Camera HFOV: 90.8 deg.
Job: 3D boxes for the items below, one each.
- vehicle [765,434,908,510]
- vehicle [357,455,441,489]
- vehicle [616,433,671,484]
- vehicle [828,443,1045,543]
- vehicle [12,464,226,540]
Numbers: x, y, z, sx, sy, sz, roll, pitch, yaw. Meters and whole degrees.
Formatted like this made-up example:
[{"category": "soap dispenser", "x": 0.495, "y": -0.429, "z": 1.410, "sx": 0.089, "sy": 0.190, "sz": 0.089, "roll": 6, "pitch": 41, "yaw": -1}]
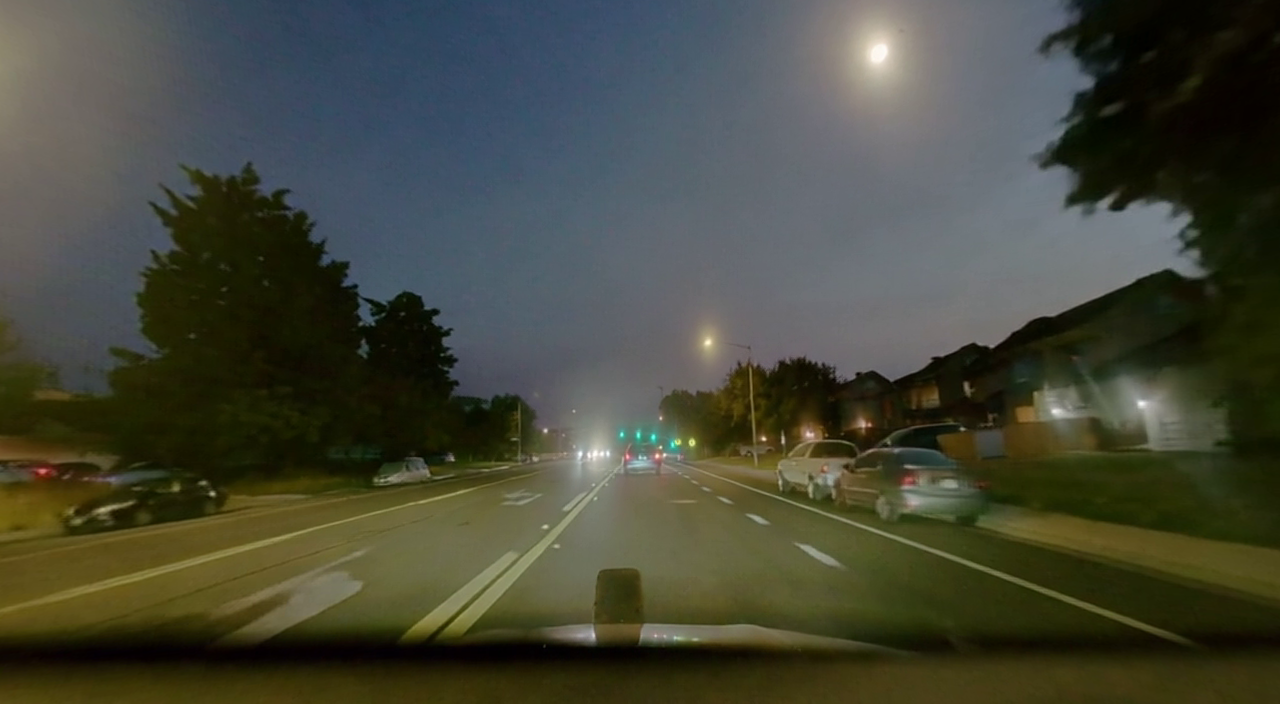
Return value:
[{"category": "vehicle", "x": 4.958, "y": 3.098, "z": 16.820, "sx": 2.153, "sy": 1.730, "sz": 4.659, "roll": 0, "pitch": -9, "yaw": -2}, {"category": "vehicle", "x": -12.460, "y": 6.221, "z": 33.131, "sx": 2.192, "sy": 1.541, "sz": 5.391, "roll": 0, "pitch": -9, "yaw": 1}, {"category": "vehicle", "x": 0.114, "y": 4.474, "z": 26.867, "sx": 2.153, "sy": 1.942, "sz": 4.767, "roll": 0, "pitch": -9, "yaw": -1}, {"category": "vehicle", "x": 5.055, "y": 2.423, "z": 11.558, "sx": 1.902, "sy": 1.472, "sz": 4.139, "roll": 0, "pitch": -9, "yaw": -1}, {"category": "vehicle", "x": -12.260, "y": 3.499, "z": 15.270, "sx": 1.920, "sy": 1.476, "sz": 3.826, "roll": 0, "pitch": -9, "yaw": -2}]
